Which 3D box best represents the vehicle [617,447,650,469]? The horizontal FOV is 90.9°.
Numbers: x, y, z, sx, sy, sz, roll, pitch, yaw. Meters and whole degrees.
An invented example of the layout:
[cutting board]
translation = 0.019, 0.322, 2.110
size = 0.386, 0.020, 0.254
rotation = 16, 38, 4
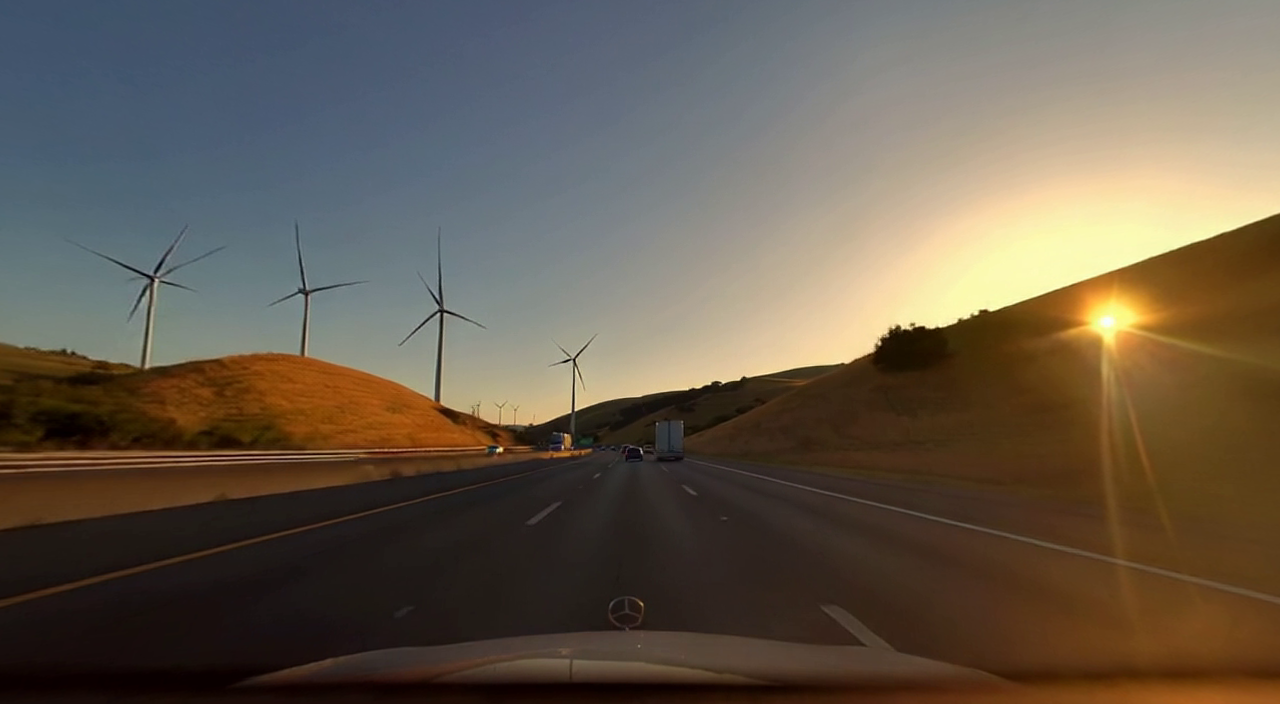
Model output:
[vehicle]
translation = -0.453, 7.465, 44.589
size = 2.209, 1.453, 3.695
rotation = 0, -9, 0
